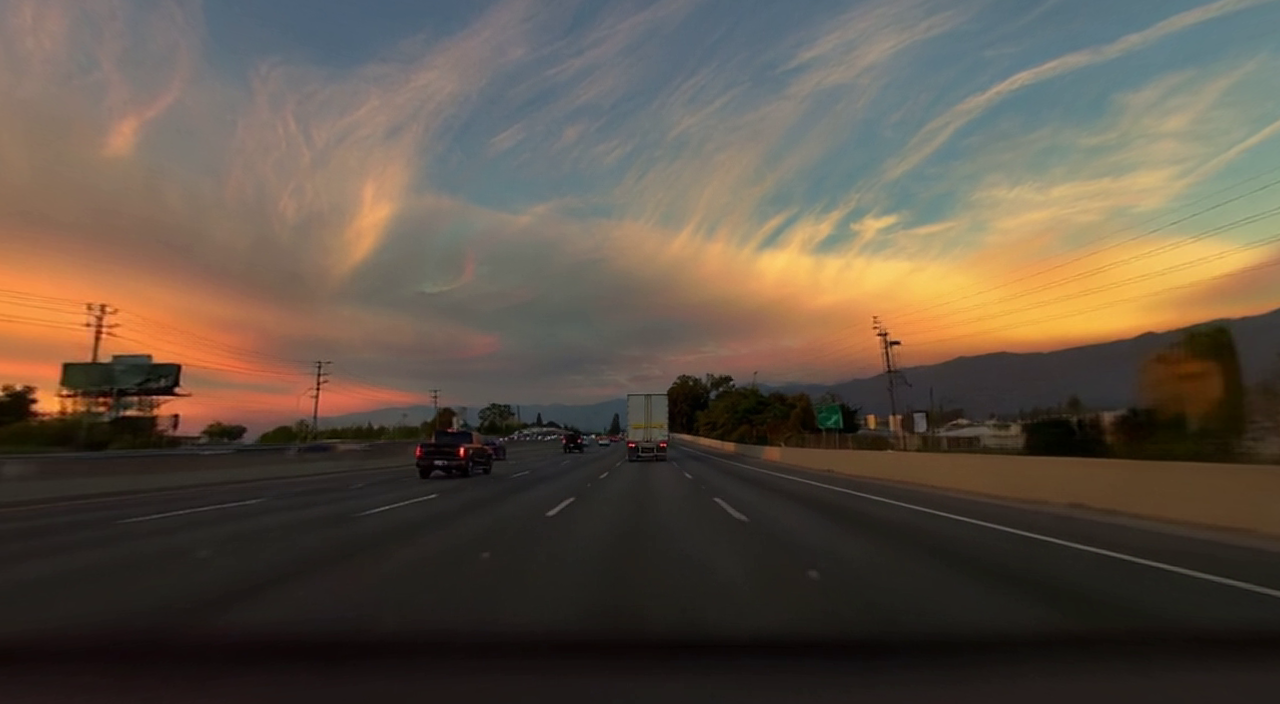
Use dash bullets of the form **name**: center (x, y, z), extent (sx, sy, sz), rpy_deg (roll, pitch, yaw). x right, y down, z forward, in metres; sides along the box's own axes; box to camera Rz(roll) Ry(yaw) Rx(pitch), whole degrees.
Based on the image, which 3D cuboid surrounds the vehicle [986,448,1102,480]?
- **vehicle**: center (20.548, 5.700, 32.353), extent (1.757, 1.437, 4.897), rpy_deg (6, -10, -20)

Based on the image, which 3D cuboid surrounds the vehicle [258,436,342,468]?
- **vehicle**: center (-17.286, 5.101, 32.340), extent (1.892, 1.530, 4.227), rpy_deg (0, -8, 1)

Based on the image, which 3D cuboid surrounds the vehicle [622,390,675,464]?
- **vehicle**: center (0.691, 4.939, 40.413), extent (2.879, 4.027, 11.243), rpy_deg (-1, -8, 2)

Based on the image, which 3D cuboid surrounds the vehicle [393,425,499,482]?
- **vehicle**: center (-6.971, 3.723, 23.434), extent (2.197, 1.847, 5.364), rpy_deg (0, -8, 1)
